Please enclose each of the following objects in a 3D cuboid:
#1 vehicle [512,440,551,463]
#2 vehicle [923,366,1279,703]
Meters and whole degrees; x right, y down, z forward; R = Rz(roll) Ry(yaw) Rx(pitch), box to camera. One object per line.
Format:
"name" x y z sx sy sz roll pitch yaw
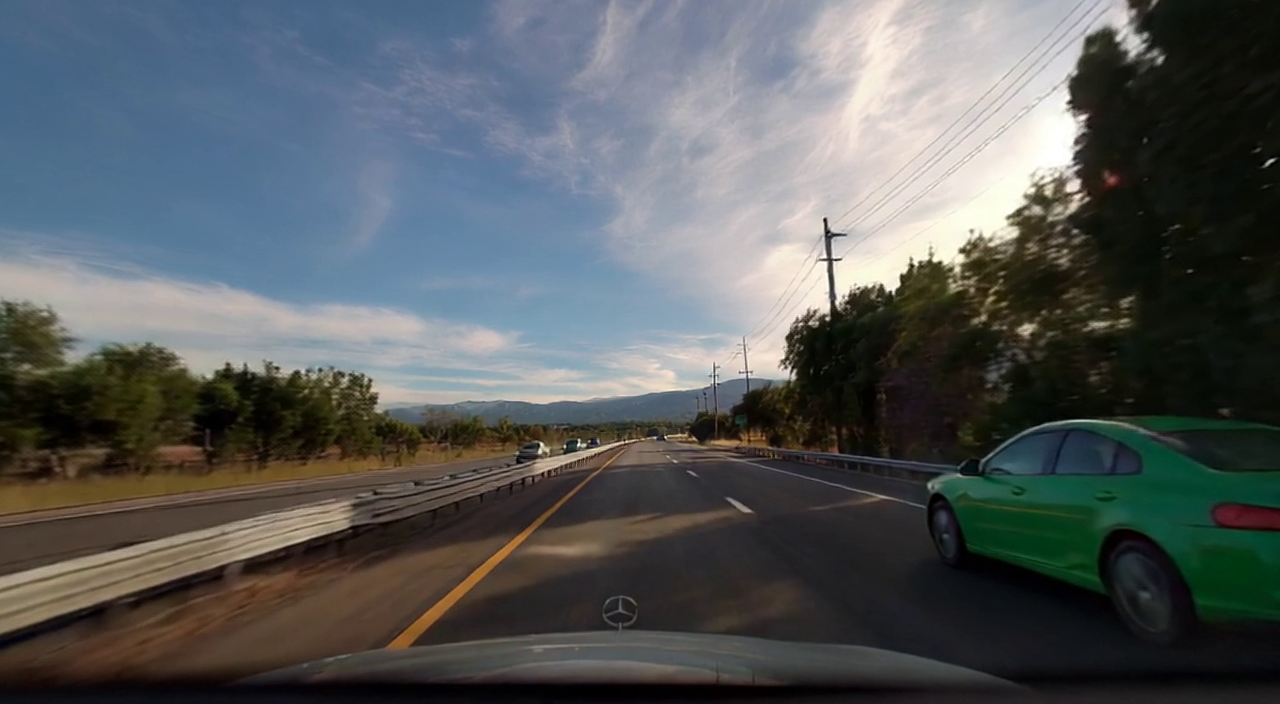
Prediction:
"vehicle" -7.483 6.908 43.729 2.000 1.485 3.887 0 -8 0
"vehicle" 3.760 1.020 3.951 2.032 1.562 4.029 0 -8 -1
